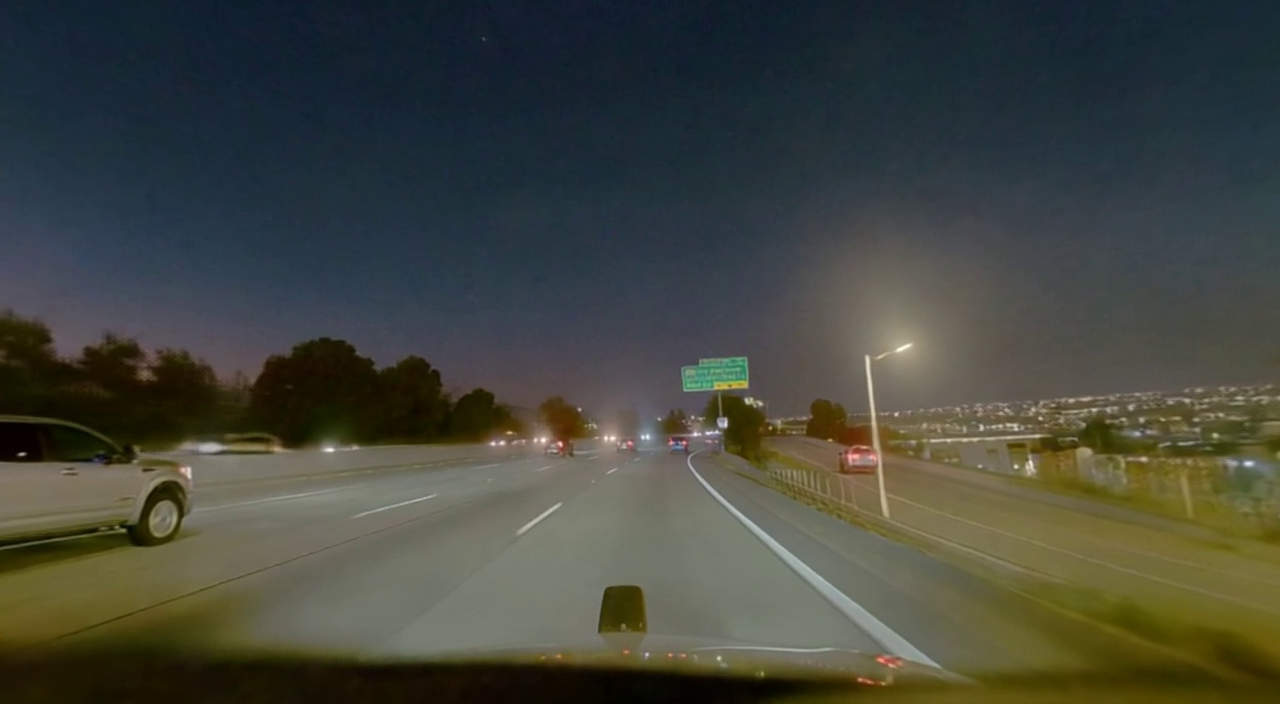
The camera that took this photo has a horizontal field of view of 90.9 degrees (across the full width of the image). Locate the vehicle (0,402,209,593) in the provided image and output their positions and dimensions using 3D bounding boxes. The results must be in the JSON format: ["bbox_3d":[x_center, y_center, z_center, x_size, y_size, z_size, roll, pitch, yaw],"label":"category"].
[{"bbox_3d":[-6.473,1.275,5.545,1.923,1.630,4.857,0,-8,0],"label":"vehicle"}]

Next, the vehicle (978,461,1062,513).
[{"bbox_3d":[28.928,10.231,48.407,2.749,3.380,6.690,-1,-8,6],"label":"vehicle"}]
